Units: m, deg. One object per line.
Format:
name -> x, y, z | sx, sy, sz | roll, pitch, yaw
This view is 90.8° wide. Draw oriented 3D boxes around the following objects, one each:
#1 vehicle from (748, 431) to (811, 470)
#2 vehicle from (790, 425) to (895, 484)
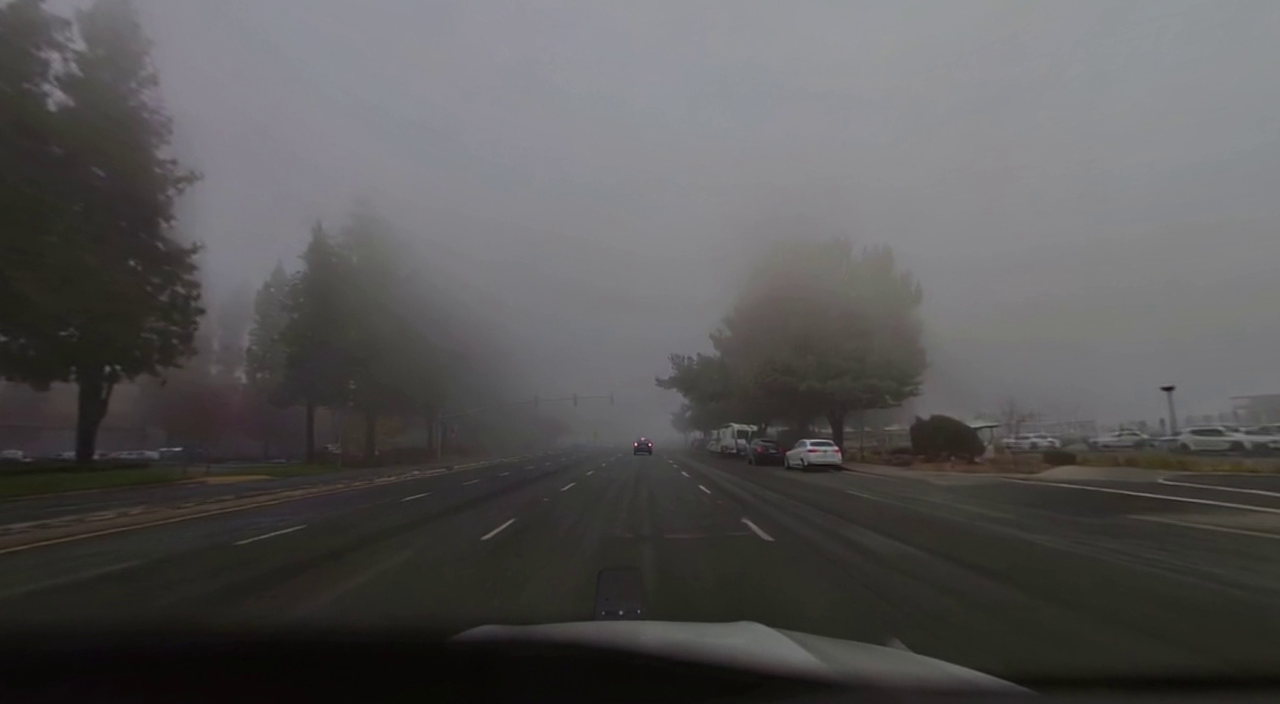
vehicle -> 6.699, 4.789, 30.847 | 1.924, 1.721, 4.514 | 0, -8, -1
vehicle -> 6.713, 3.460, 21.537 | 1.985, 1.758, 4.523 | 0, -8, -1
